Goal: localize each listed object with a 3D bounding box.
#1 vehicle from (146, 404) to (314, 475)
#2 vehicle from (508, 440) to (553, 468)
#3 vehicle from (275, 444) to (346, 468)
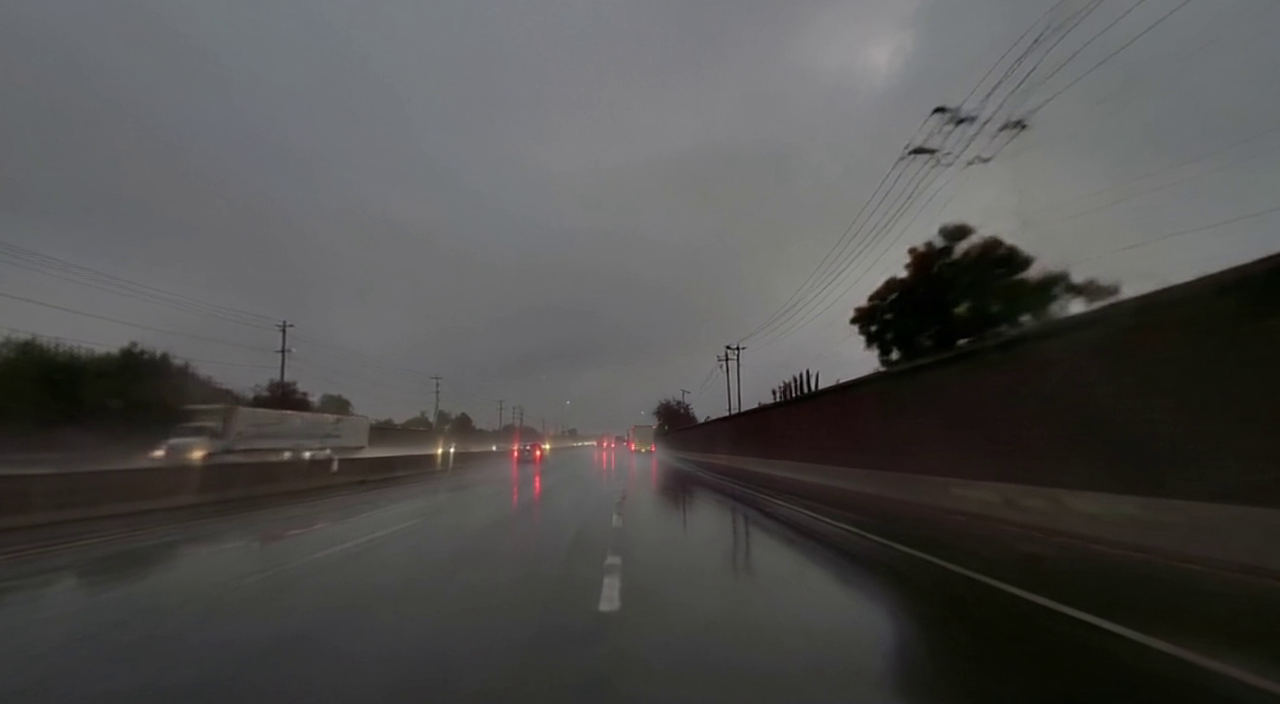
[{"bbox_3d":[-25.997,5.740,41.231,3.172,3.908,11.933,1,-8,-2],"label":"vehicle"},{"bbox_3d":[-6.813,6.379,39.574,2.064,1.642,4.389,0,-8,0],"label":"vehicle"},{"bbox_3d":[-21.722,6.849,41.836,2.134,1.490,4.854,0,-8,-1],"label":"vehicle"}]
